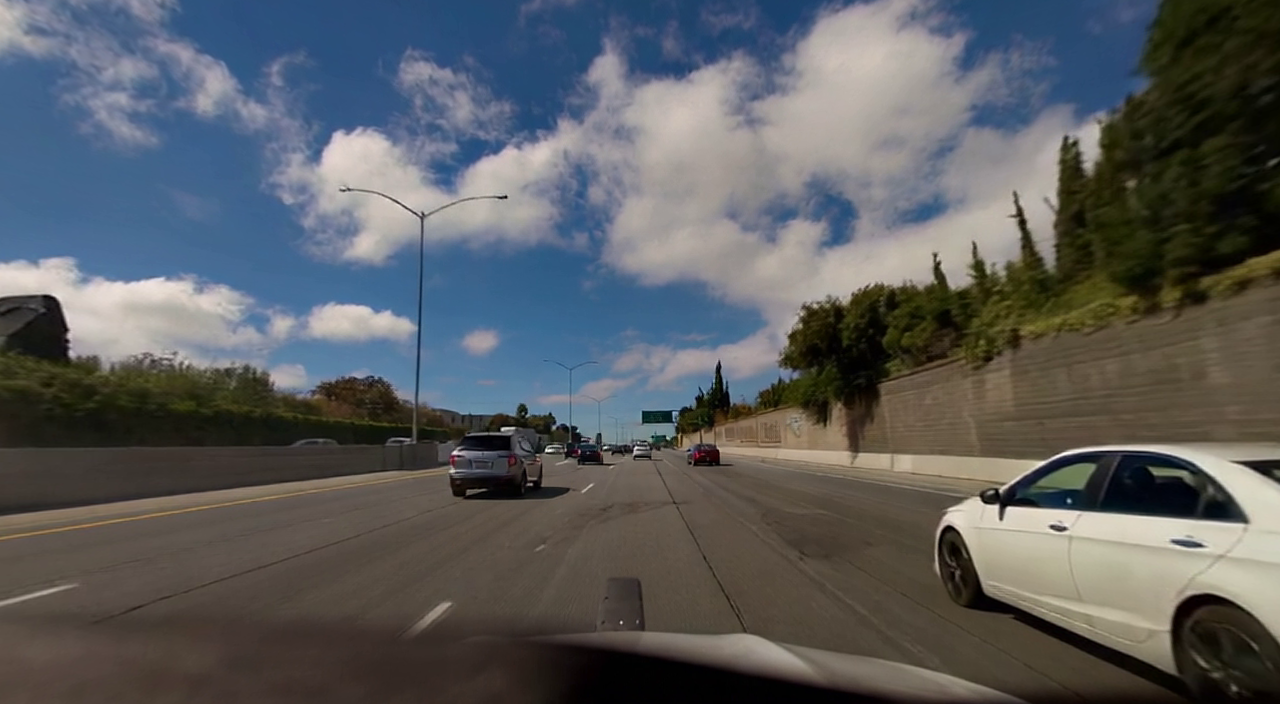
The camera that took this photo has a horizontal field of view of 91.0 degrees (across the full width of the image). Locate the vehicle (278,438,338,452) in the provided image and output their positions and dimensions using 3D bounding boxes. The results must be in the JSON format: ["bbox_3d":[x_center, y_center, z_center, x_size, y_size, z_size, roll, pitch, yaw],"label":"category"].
[{"bbox_3d":[-19.998,5.607,38.070,1.675,0.796,3.525,0,-8,0],"label":"vehicle"}]

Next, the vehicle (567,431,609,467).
[{"bbox_3d":[-3.336,6.412,41.548,2.378,2.214,4.352,0,-8,0],"label":"vehicle"}]

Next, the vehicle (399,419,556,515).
[{"bbox_3d":[-3.507,2.616,14.920,2.184,1.819,5.441,0,-8,1],"label":"vehicle"}]

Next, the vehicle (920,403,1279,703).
[{"bbox_3d":[3.564,1.134,3.429,1.916,1.566,4.611,1,-8,-1],"label":"vehicle"}]

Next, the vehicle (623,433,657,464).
[{"bbox_3d":[0.002,7.502,49.034,2.485,2.215,5.199,0,-8,0],"label":"vehicle"}]

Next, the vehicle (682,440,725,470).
[{"bbox_3d":[3.997,6.548,40.311,2.224,1.752,4.487,0,-8,-1],"label":"vehicle"}]
